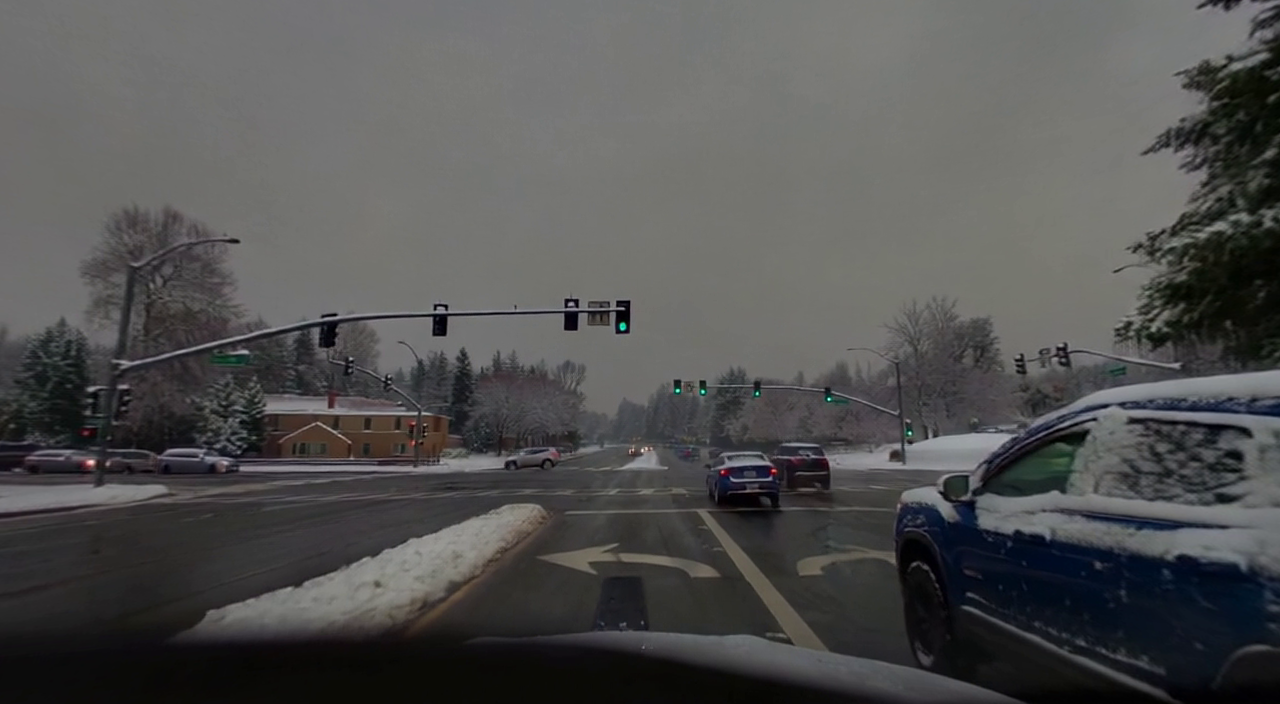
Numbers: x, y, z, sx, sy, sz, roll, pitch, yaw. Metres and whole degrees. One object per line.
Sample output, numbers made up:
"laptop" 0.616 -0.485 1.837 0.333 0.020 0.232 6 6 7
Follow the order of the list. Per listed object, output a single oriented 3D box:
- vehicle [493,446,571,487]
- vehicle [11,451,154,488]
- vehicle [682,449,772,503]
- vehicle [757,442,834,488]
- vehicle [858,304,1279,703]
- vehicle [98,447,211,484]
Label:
"vehicle" -5.068 5.227 29.133 2.099 1.705 4.020 5 -10 -32
"vehicle" -26.243 5.543 29.800 4.724 1.630 1.968 0 -8 -3
"vehicle" 2.601 3.830 20.029 2.009 1.480 4.423 0 -8 -3
"vehicle" 6.768 4.931 27.967 2.105 1.830 4.610 0 -8 -1
"vehicle" 2.818 0.863 2.551 2.115 1.737 4.642 0 -8 -1
"vehicle" -27.730 6.473 36.114 4.689 1.734 2.034 3 -8 -1
